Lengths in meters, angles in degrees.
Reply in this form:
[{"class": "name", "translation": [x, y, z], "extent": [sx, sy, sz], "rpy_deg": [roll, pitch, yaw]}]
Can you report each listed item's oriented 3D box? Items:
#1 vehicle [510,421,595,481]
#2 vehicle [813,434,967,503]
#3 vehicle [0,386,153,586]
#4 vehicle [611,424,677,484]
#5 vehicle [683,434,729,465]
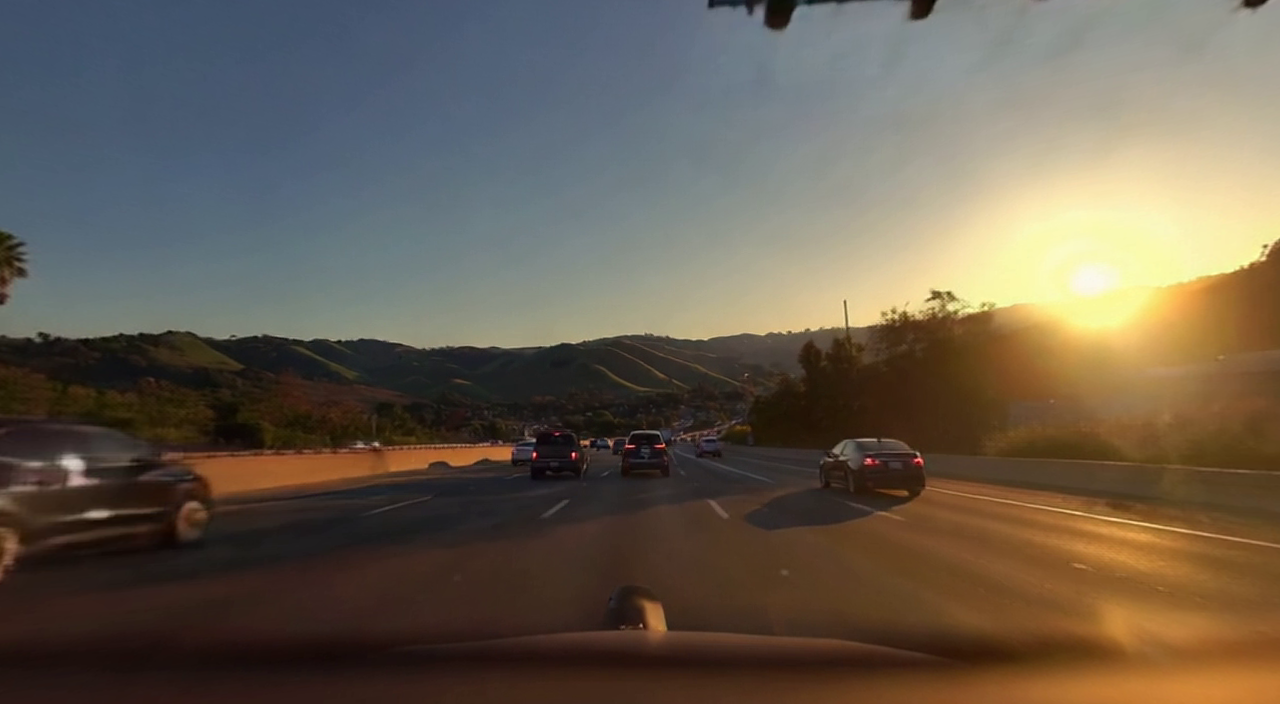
[{"class": "vehicle", "translation": [-3.148, 3.762, 24.107], "extent": [2.316, 1.999, 5.765], "rpy_deg": [0, -8, 1]}, {"class": "vehicle", "translation": [5.936, 2.805, 15.637], "extent": [1.998, 1.456, 4.338], "rpy_deg": [0, -8, 0]}, {"class": "vehicle", "translation": [-6.893, 1.143, 5.171], "extent": [2.036, 1.813, 4.564], "rpy_deg": [-1, -8, 2]}, {"class": "vehicle", "translation": [0.181, 3.445, 21.507], "extent": [2.052, 1.808, 3.898], "rpy_deg": [-1, -8, 2]}, {"class": "vehicle", "translation": [3.884, 5.854, 37.970], "extent": [2.067, 1.775, 4.372], "rpy_deg": [0, -8, -3]}]
